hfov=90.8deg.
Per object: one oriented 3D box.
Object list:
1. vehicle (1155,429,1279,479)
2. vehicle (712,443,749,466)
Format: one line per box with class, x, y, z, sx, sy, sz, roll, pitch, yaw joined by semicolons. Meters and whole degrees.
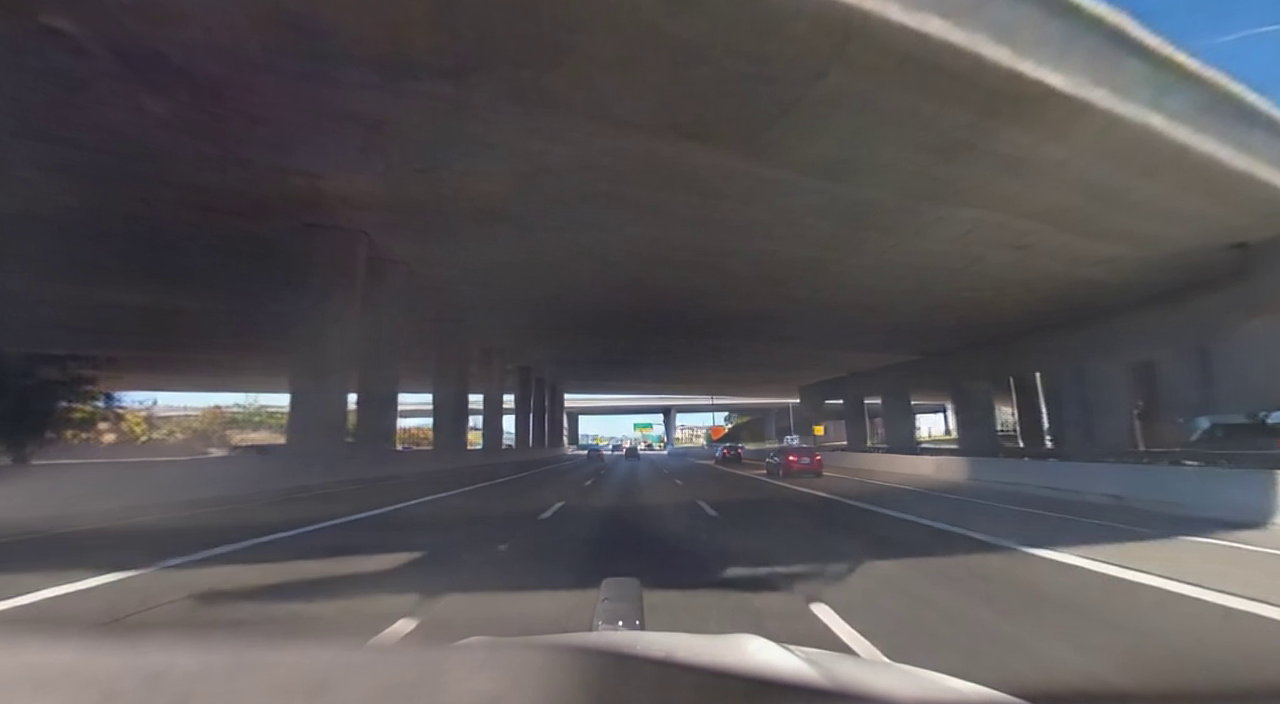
vehicle;19.937;3.309;20.637;1.821;1.479;5.004;0;-8;-3
vehicle;6.862;7.797;48.284;2.075;1.611;4.421;0;-8;-1
